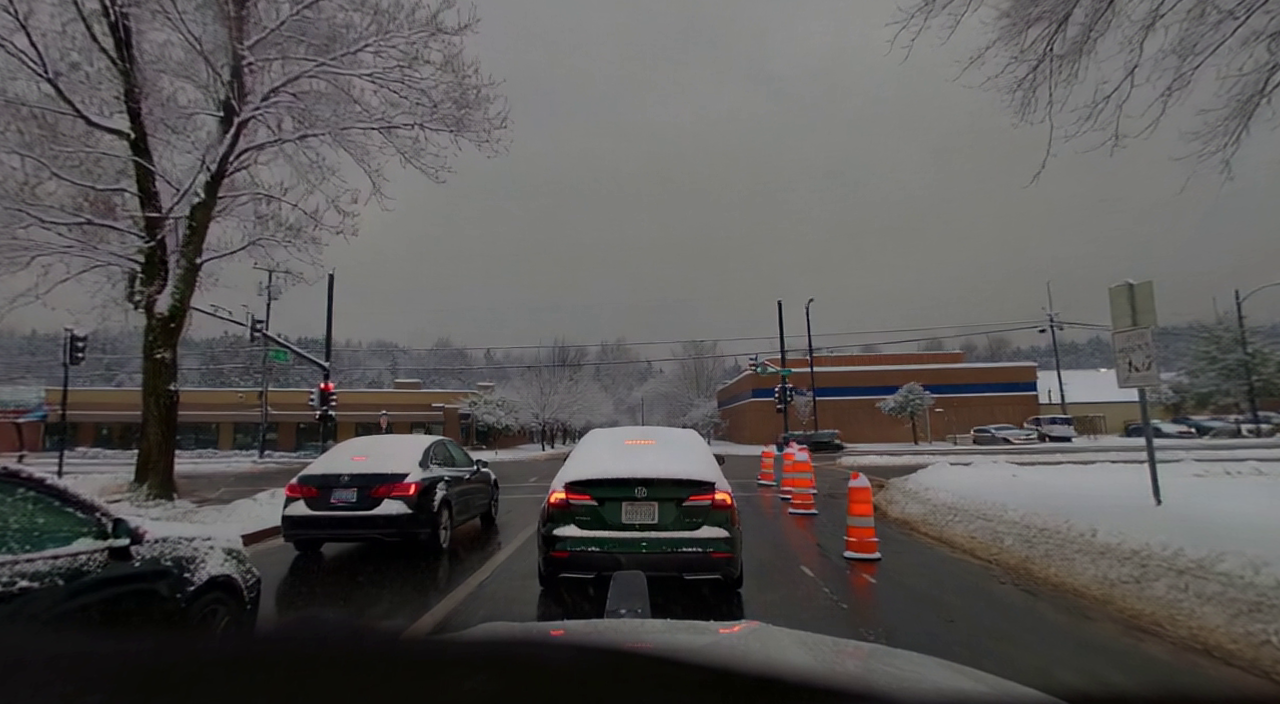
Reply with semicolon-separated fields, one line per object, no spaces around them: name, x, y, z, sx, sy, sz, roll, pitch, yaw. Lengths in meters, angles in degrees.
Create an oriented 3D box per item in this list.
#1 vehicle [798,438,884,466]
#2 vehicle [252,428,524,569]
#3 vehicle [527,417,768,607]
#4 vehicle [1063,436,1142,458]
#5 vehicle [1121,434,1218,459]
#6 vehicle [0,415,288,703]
vehicle;13.198;6.611;41.643;5.043;1.759;2.085;-1;-9;8
vehicle;-3.274;1.996;9.444;1.989;1.541;4.626;0;-9;2
vehicle;0.109;1.622;7.204;2.021;1.560;3.676;0;-9;1
vehicle;36.646;7.568;49.958;4.791;1.635;1.857;0;-9;1
vehicle;34.158;6.104;40.680;4.579;1.480;1.819;0;-9;1
vehicle;-3.592;0.941;2.145;1.964;1.497;4.722;0;-9;1
